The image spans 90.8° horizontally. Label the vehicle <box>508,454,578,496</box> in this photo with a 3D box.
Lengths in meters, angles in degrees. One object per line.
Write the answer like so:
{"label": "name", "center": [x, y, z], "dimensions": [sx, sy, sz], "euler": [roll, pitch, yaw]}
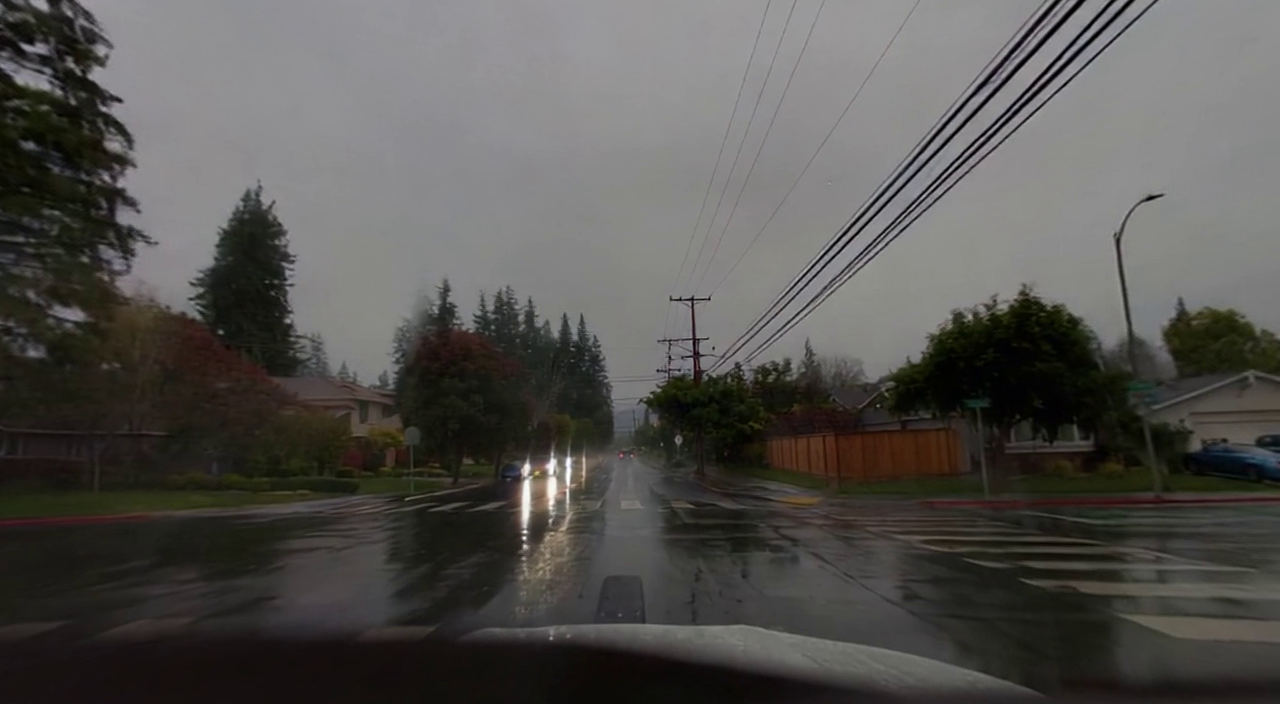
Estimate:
{"label": "vehicle", "center": [-3.722, 4.817, 25.060], "dimensions": [2.102, 1.463, 4.024], "euler": [0, -9, 1]}

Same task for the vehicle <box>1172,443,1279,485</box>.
{"label": "vehicle", "center": [23.328, 4.222, 24.094], "dimensions": [1.841, 1.448, 4.688], "euler": [0, -9, -2]}
